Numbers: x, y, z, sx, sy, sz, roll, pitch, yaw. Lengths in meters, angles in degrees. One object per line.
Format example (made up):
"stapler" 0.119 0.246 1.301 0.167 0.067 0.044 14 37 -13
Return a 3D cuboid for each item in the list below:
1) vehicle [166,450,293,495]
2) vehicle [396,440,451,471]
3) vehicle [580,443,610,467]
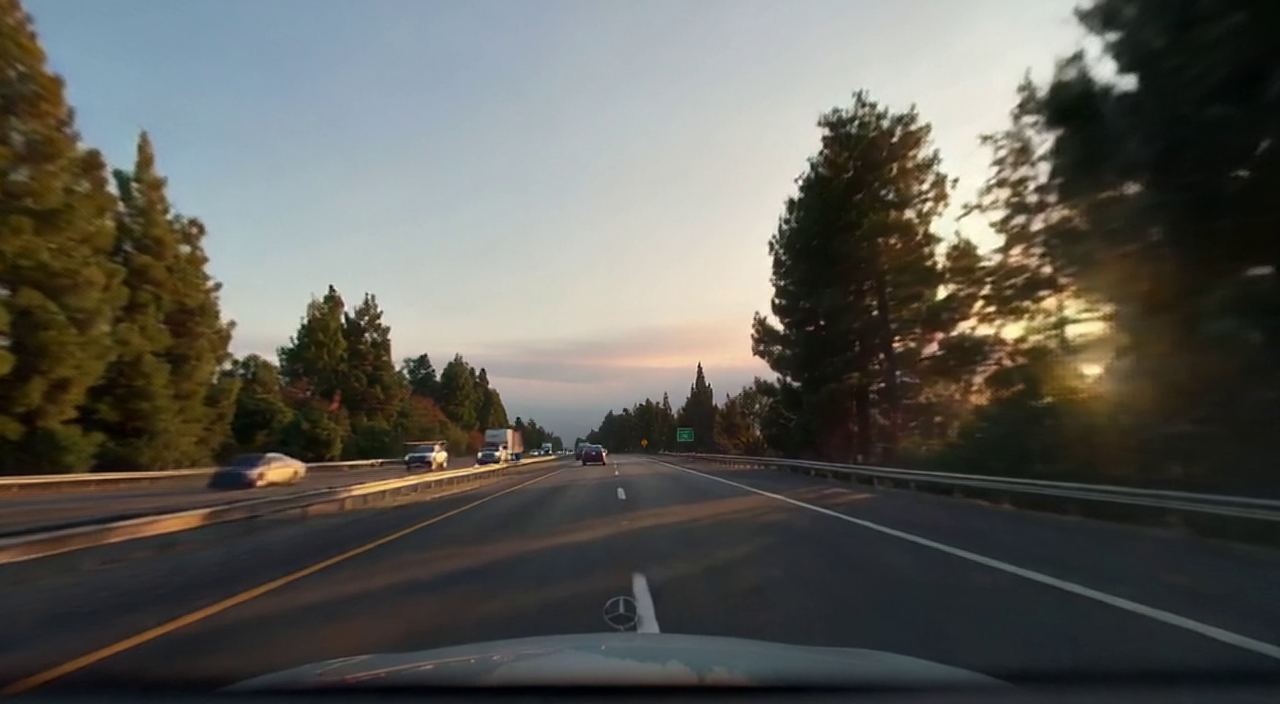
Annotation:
"vehicle" -15.050 4.404 23.325 1.849 1.497 4.415 0 -9 -2
"vehicle" -15.786 7.570 46.018 2.209 2.067 5.308 0 -9 -2
"vehicle" -3.315 7.616 46.622 2.098 1.692 4.038 0 -9 -2
